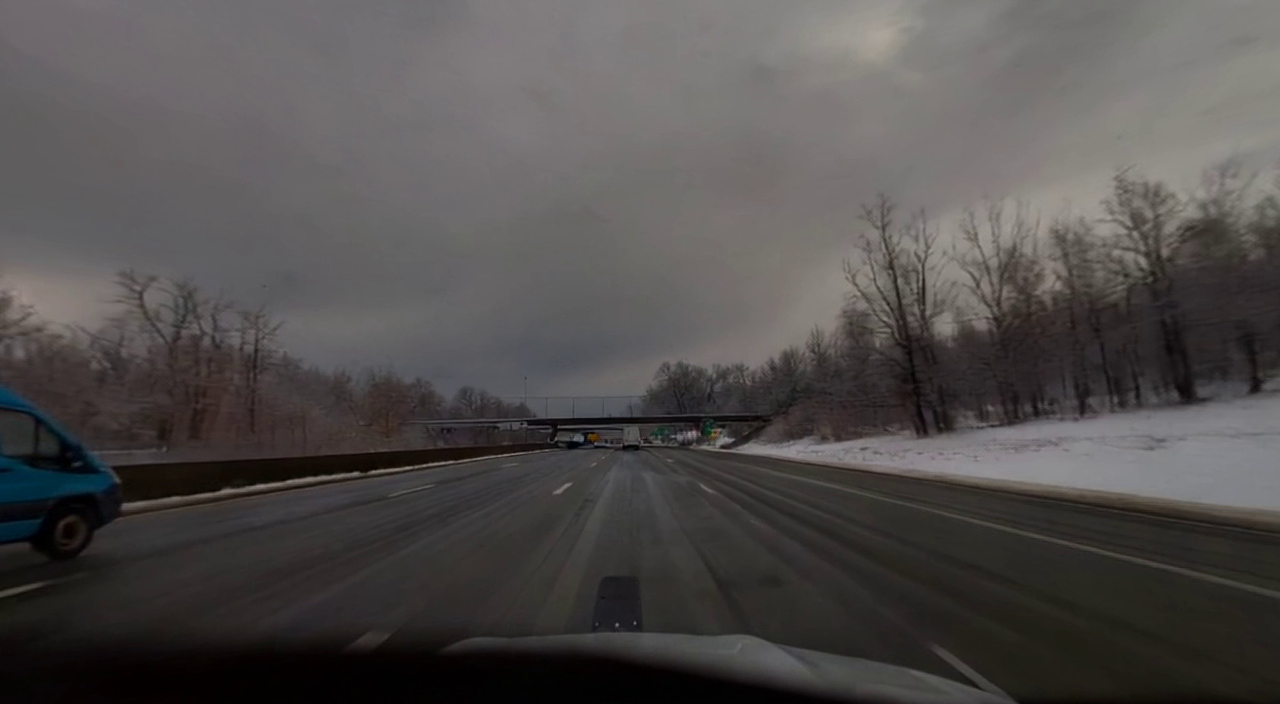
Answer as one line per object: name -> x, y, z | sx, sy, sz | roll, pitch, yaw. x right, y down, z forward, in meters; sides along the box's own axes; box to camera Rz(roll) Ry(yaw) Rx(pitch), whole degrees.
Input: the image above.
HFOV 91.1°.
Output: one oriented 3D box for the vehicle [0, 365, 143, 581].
vehicle -> -6.991, 0.986, 4.797 | 2.150, 1.996, 5.341 | 0, -8, -2
